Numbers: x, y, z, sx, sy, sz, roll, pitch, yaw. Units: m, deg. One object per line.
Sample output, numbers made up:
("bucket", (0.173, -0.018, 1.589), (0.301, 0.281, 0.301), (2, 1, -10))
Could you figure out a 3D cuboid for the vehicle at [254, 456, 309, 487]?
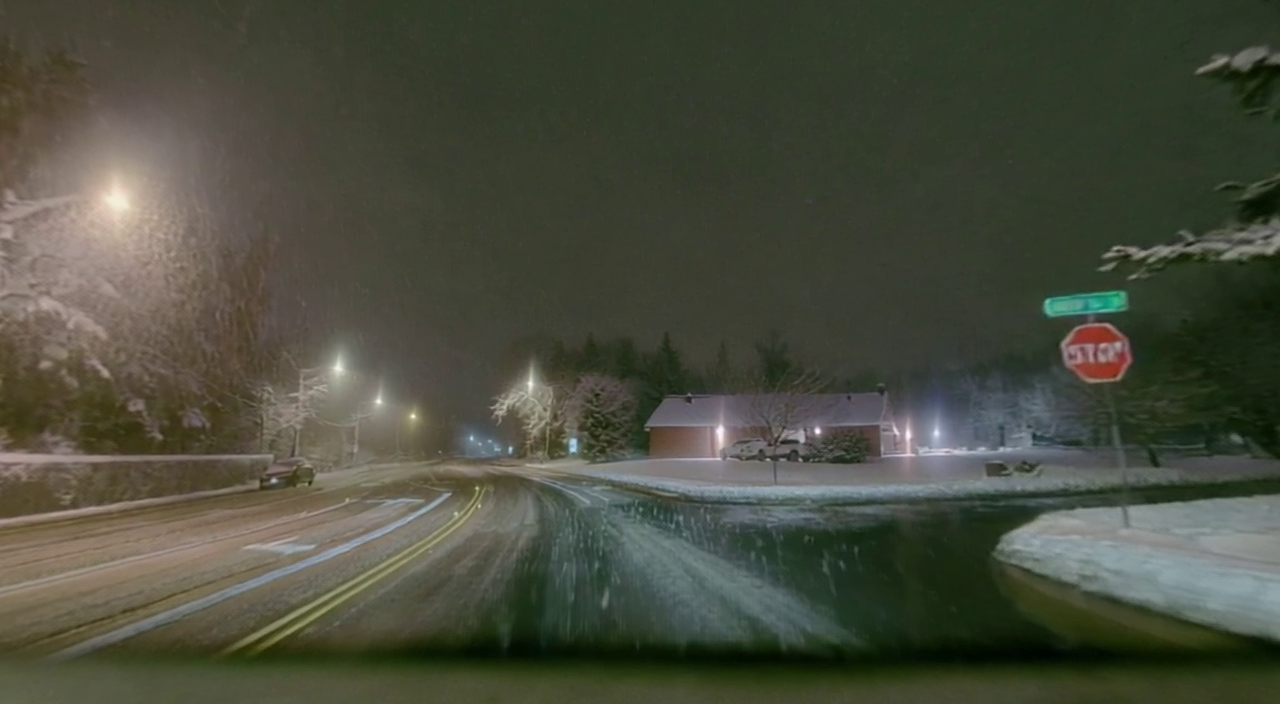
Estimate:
("vehicle", (-21.678, 7.280, 38.178), (1.952, 1.632, 4.200), (1, -12, -17))
